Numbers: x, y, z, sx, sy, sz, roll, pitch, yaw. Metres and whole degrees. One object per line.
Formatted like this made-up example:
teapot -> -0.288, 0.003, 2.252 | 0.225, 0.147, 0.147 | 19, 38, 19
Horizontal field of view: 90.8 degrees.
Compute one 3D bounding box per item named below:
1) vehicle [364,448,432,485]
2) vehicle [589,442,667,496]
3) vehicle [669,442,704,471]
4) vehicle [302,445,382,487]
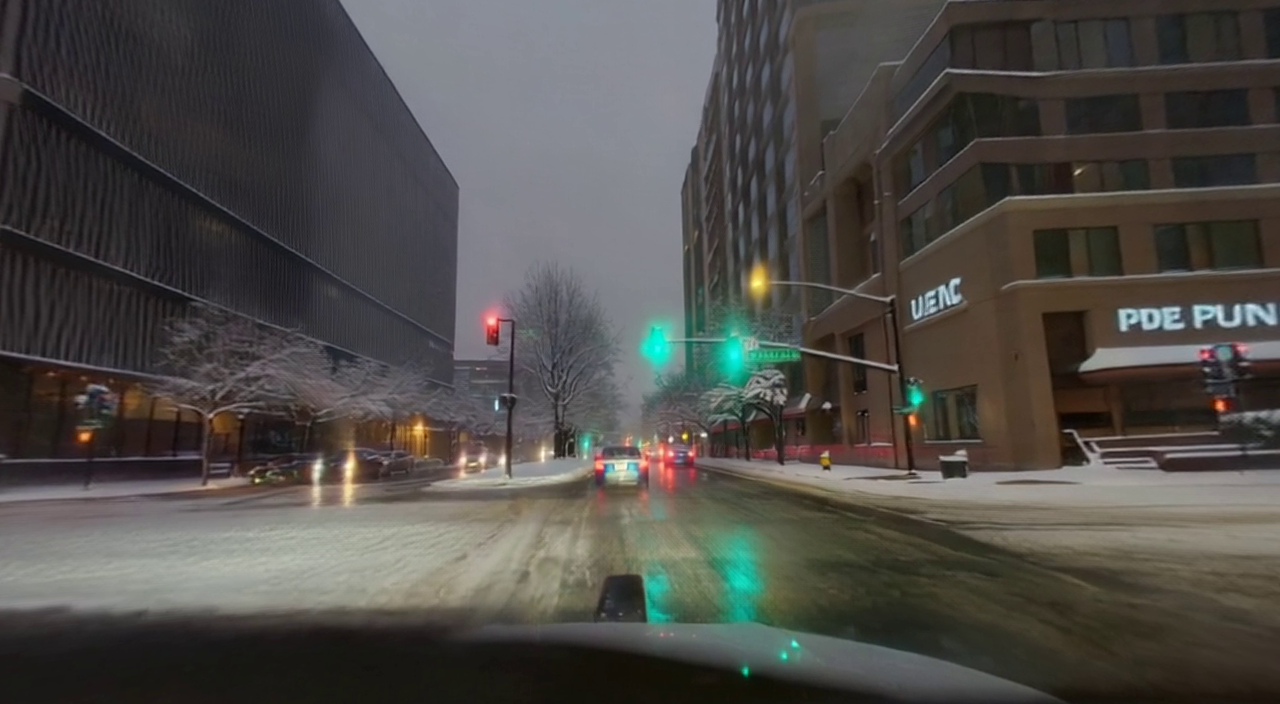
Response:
vehicle -> -12.560, 5.922, 33.047 | 2.000, 1.507, 4.286 | -3, -7, -2
vehicle -> -0.368, 3.522, 19.493 | 2.144, 1.398, 3.963 | 1, -8, -1
vehicle -> 3.198, 7.209, 43.819 | 2.078, 1.799, 4.089 | 1, -8, -1
vehicle -> -15.928, 6.072, 34.102 | 2.119, 1.815, 4.795 | -3, -7, -1
